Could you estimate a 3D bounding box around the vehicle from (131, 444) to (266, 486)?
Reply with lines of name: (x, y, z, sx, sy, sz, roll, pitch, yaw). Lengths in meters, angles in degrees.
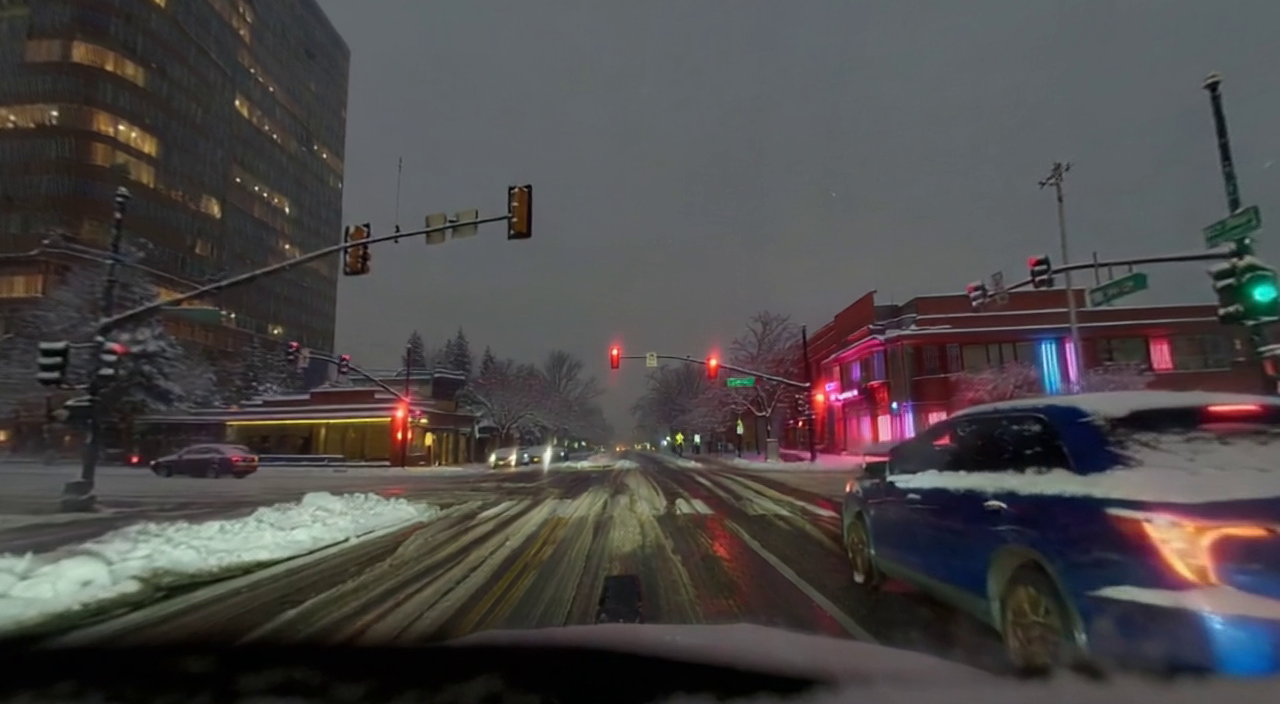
vehicle: (-21.523, 5.474, 30.893, 5.161, 1.910, 2.275, -2, -9, 10)

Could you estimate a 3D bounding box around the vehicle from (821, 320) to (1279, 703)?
vehicle: (2.927, 1.054, 4.193, 2.049, 1.691, 4.447, 0, -8, -1)

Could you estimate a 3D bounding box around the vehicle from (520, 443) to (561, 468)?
vehicle: (-7.337, 7.692, 47.059, 2.181, 1.703, 4.512, -1, -8, 1)
